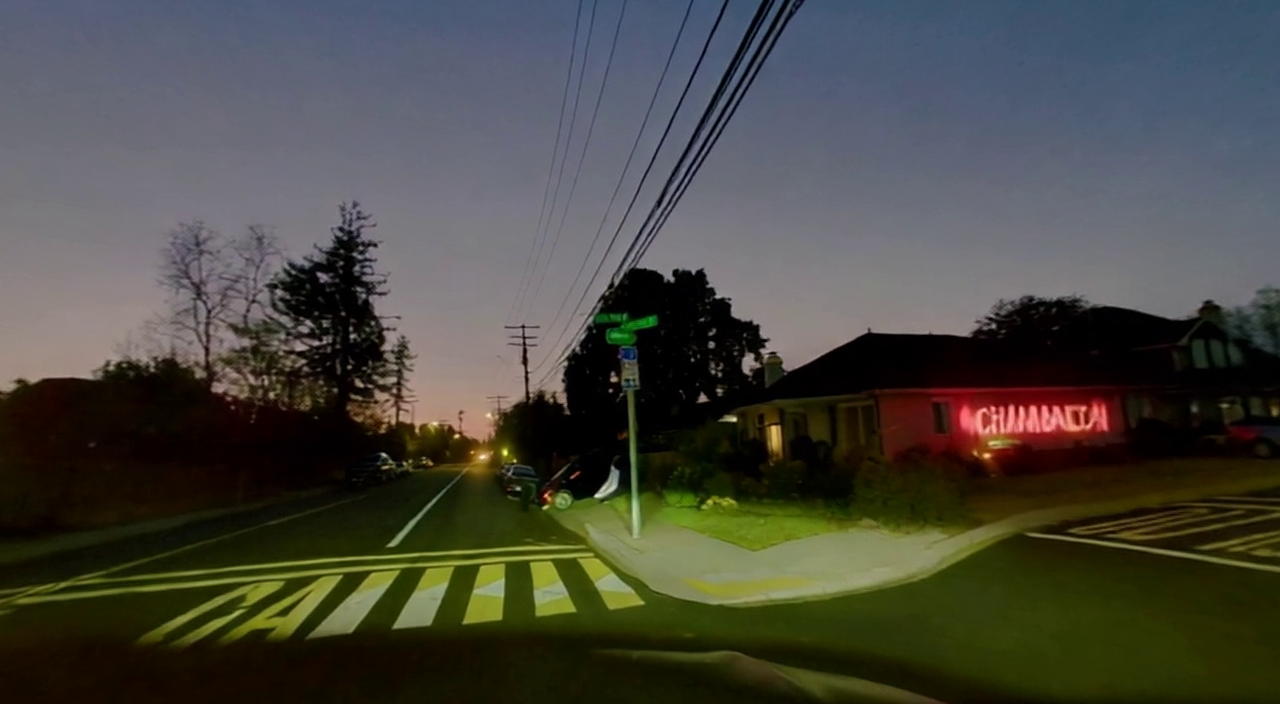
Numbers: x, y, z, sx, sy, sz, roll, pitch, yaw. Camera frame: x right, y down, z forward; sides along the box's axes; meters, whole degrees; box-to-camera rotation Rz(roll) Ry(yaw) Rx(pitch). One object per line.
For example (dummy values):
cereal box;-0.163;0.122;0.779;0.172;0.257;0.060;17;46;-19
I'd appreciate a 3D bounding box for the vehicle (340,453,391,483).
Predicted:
vehicle;-17.858;7.540;41.343;2.203;1.787;4.704;2;-9;-14
